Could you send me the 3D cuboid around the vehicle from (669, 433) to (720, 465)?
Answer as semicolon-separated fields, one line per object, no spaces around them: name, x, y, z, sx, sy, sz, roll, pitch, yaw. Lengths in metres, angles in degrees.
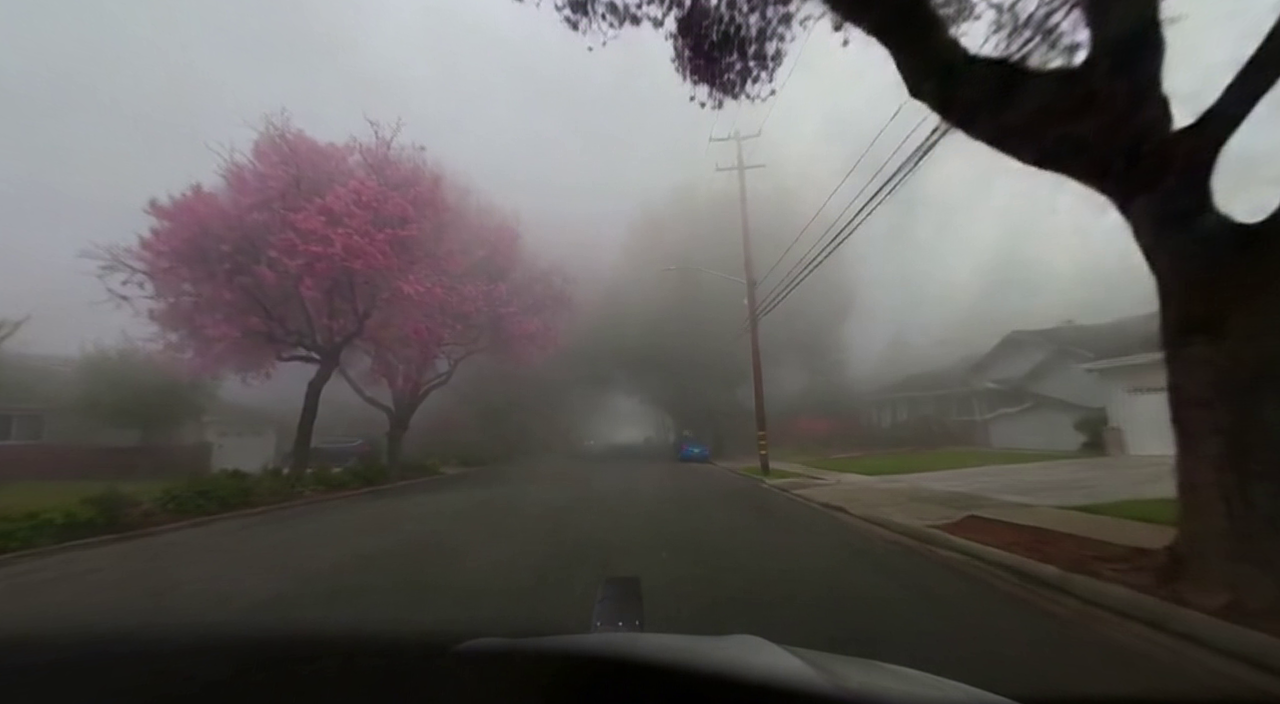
vehicle;2.606;4.724;31.190;2.022;1.455;4.406;0;-7;-1

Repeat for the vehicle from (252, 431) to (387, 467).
vehicle;-16.778;5.094;33.358;5.902;1.796;2.183;0;-7;-3
